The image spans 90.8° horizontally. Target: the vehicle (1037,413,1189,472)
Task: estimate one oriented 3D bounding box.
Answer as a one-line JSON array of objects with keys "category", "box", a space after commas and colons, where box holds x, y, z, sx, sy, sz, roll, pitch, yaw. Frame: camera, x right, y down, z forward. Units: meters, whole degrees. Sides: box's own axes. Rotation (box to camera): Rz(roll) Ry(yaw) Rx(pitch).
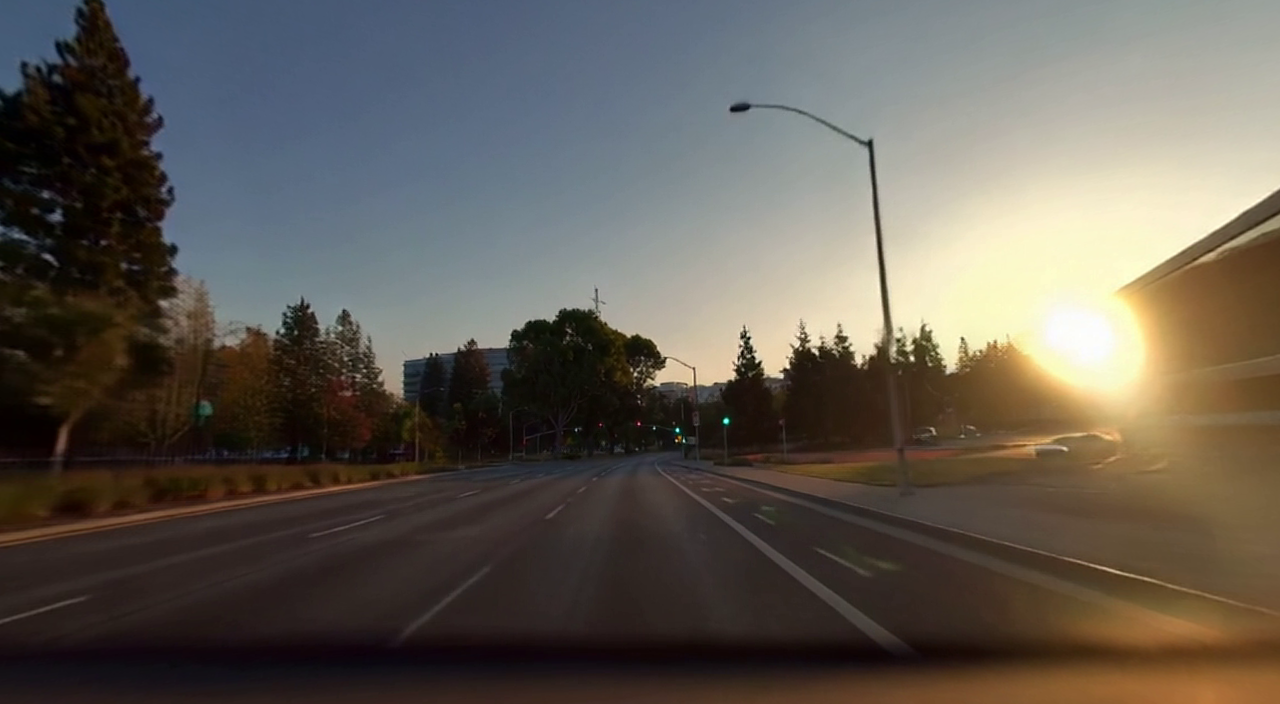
[{"category": "vehicle", "box": [27.988, 5.313, 37.457, 7.548, 3.111, 2.756, 0, -8, -14]}]
